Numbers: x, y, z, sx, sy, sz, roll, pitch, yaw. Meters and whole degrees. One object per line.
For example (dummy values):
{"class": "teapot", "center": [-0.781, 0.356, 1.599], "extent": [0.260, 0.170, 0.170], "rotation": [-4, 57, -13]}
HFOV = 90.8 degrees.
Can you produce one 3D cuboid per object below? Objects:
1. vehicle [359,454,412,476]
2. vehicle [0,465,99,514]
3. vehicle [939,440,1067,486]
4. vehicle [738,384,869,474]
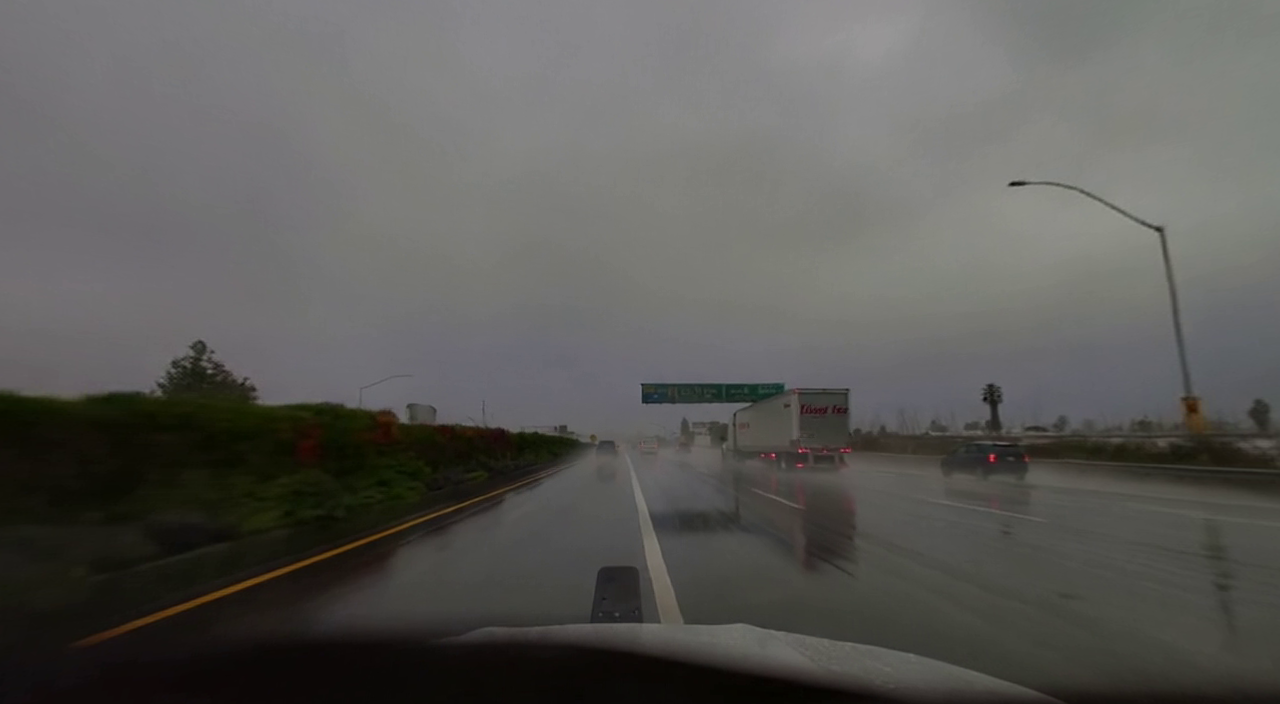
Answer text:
{"class": "vehicle", "center": [-18.245, 8.105, 45.526], "extent": [1.875, 1.482, 4.640], "rotation": [0, -9, 0]}
{"class": "vehicle", "center": [-21.623, 4.717, 21.897], "extent": [1.794, 1.459, 4.460], "rotation": [0, -9, -1]}
{"class": "vehicle", "center": [12.825, 3.945, 22.728], "extent": [1.862, 1.462, 4.459], "rotation": [0, -9, -2]}
{"class": "vehicle", "center": [8.855, 4.800, 37.615], "extent": [2.892, 4.128, 16.495], "rotation": [0, -9, -2]}
